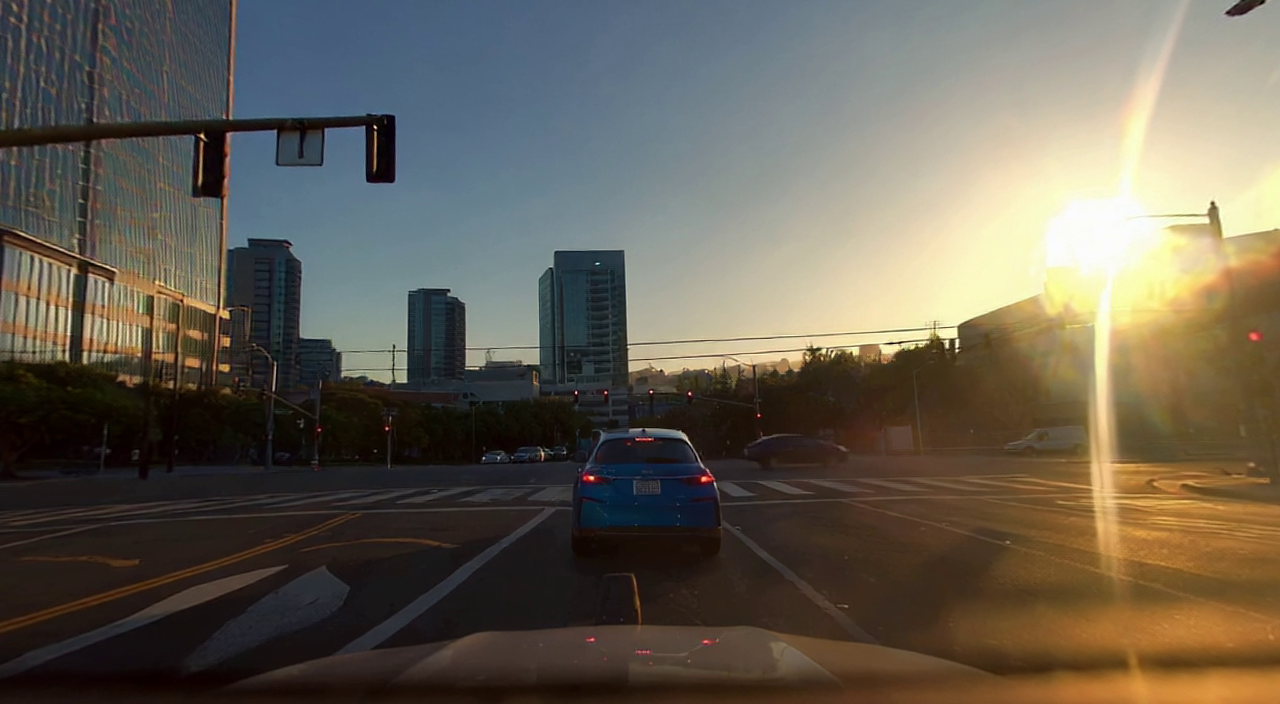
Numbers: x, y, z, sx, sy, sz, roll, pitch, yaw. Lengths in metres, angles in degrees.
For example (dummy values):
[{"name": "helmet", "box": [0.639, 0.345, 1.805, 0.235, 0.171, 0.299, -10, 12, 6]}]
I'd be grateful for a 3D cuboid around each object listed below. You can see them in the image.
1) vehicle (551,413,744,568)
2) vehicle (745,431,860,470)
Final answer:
[{"name": "vehicle", "box": [0.039, 1.757, 8.711, 2.027, 1.626, 3.942, 0, -8, -1]}, {"name": "vehicle", "box": [8.117, 4.967, 31.964, 5.247, 1.889, 2.050, 0, -9, 1]}]
